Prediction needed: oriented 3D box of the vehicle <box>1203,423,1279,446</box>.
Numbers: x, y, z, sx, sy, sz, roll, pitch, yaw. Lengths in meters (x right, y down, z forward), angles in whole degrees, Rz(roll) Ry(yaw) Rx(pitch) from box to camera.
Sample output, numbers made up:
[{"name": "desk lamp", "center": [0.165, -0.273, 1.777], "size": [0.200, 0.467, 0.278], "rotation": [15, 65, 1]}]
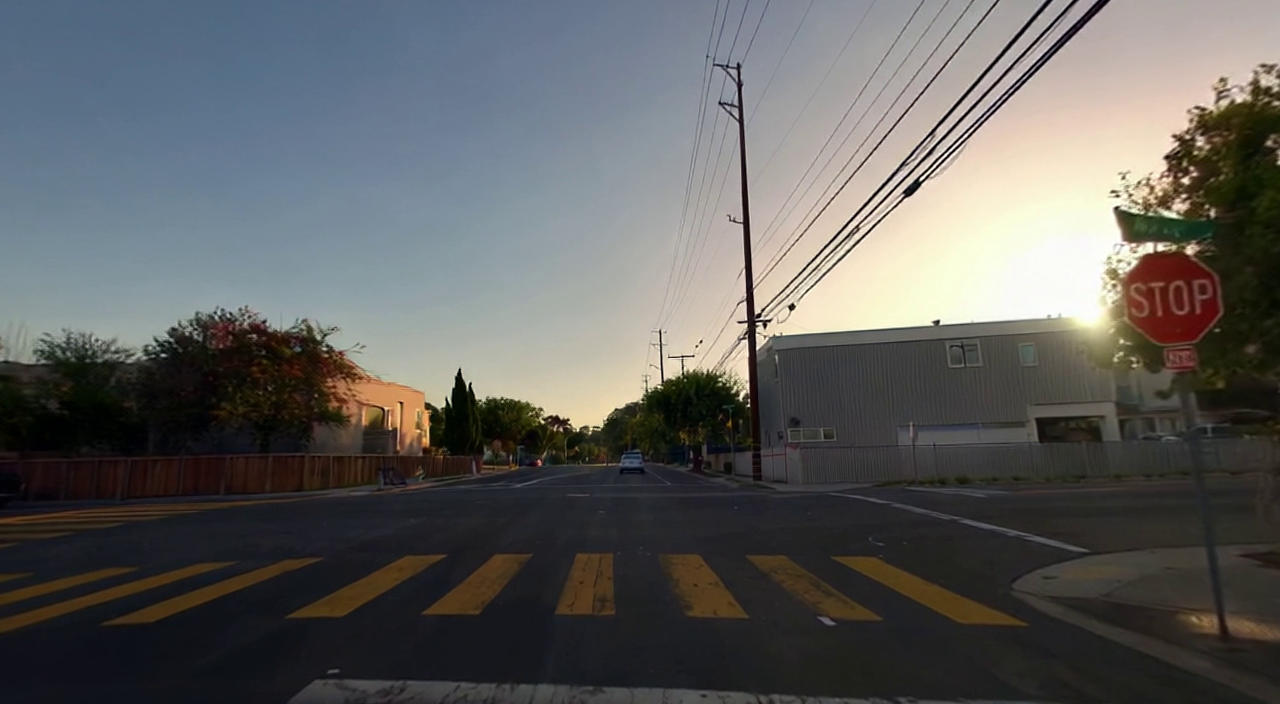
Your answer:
[{"name": "vehicle", "center": [44.576, 6.053, 46.033], "size": [2.251, 1.596, 5.193], "rotation": [-1, -8, 0]}]

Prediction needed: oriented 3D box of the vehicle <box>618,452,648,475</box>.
[{"name": "vehicle", "center": [-0.493, 7.990, 45.404], "size": [2.064, 1.477, 3.968], "rotation": [0, -9, 0]}]
